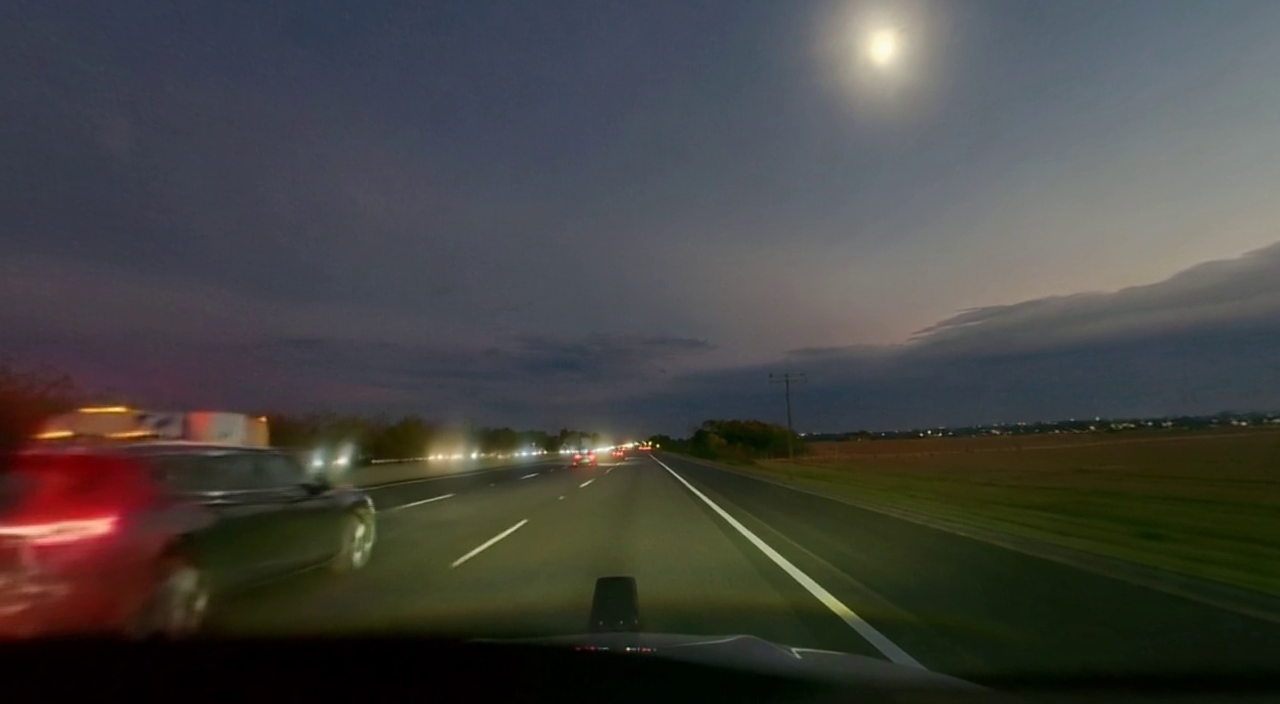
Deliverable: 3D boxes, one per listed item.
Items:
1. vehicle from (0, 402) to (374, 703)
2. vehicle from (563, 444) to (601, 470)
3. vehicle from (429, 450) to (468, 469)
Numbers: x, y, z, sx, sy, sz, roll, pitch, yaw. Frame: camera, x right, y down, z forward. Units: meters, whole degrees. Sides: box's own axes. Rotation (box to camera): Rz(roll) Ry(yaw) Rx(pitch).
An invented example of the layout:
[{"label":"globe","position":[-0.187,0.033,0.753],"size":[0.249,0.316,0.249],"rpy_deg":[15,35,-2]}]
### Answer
[{"label":"vehicle","position":[-3.683,1.179,3.975],"size":[2.110,1.500,4.259],"rpy_deg":[0,-9,0]},{"label":"vehicle","position":[-3.617,6.630,40.008],"size":[1.954,1.541,4.079],"rpy_deg":[0,-9,1]},{"label":"vehicle","position":[-15.029,8.452,49.750],"size":[1.881,1.404,3.891],"rpy_deg":[0,-9,0]}]
